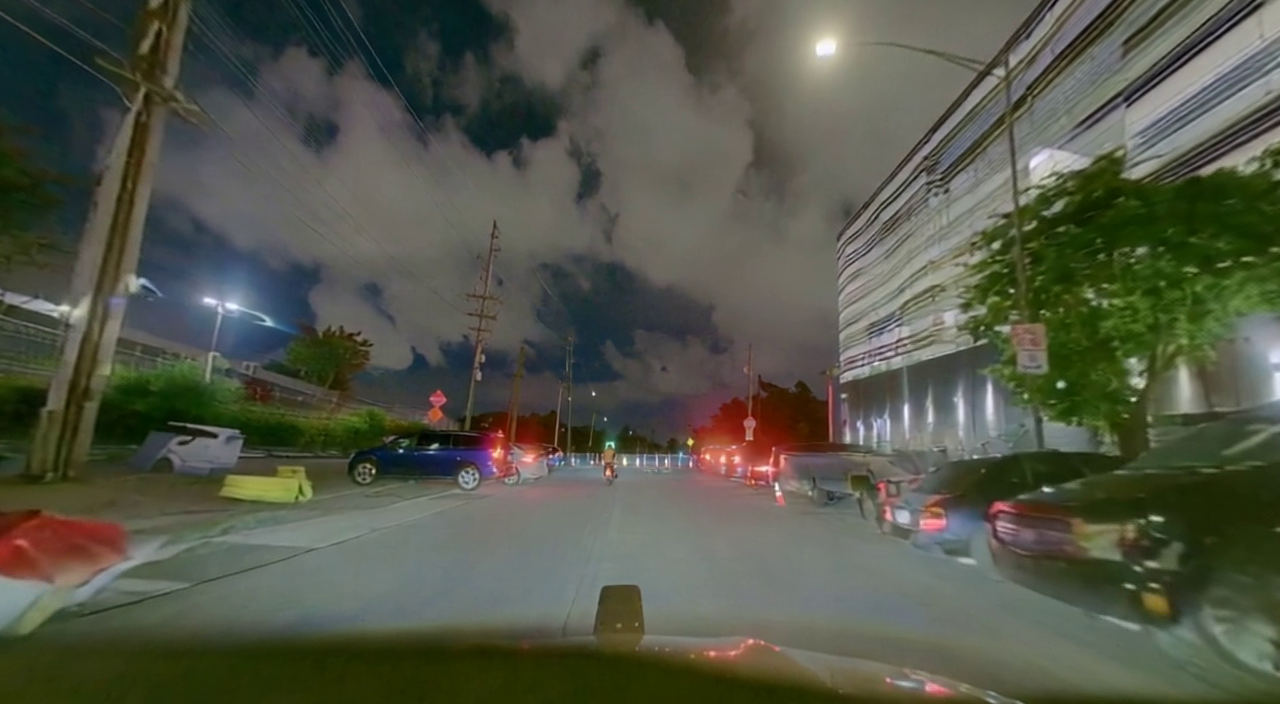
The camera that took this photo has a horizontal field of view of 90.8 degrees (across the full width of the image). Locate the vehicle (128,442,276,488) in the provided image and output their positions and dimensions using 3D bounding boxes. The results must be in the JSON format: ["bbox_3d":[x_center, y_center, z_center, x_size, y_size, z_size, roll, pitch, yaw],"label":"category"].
[{"bbox_3d":[-15.643,4.045,22.958,1.840,1.477,4.693,-1,-8,3],"label":"vehicle"}]

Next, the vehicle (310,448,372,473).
[{"bbox_3d":[-19.046,6.897,40.480,1.834,1.459,4.181,0,-8,2],"label":"vehicle"}]

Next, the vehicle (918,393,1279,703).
[{"bbox_3d":[5.013,1.128,3.640,5.762,1.626,2.184,0,-8,1],"label":"vehicle"}]

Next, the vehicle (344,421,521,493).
[{"bbox_3d":[-6.326,3.269,19.734,4.727,1.976,1.970,2,-10,2],"label":"vehicle"}]
